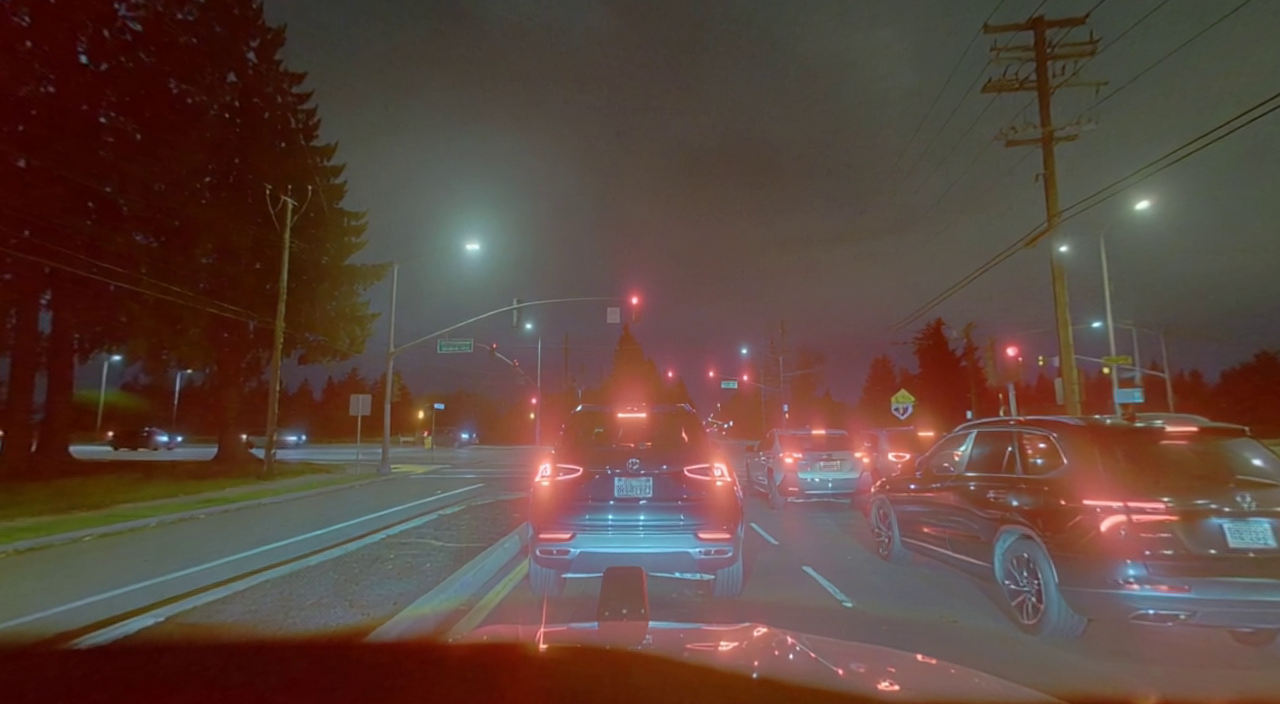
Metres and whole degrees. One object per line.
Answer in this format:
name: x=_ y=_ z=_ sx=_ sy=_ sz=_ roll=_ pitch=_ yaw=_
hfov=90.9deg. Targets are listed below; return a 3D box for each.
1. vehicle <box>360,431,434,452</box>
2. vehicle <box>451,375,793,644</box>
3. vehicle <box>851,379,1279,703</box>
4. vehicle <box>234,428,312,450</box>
vehicle: x=-17.790 y=6.562 z=46.345 sx=4.607 sy=1.478 sz=1.995 roll=0 pitch=-8 yaw=0
vehicle: x=-0.167 y=1.371 z=6.524 sx=2.271 sy=1.786 sz=4.443 roll=0 pitch=-8 yaw=-1
vehicle: x=3.548 y=1.299 z=5.503 sx=1.948 sy=1.677 sz=4.437 roll=0 pitch=-8 yaw=1
vehicle: x=-27.392 y=6.525 z=47.187 sx=4.587 sy=1.639 sz=1.878 roll=0 pitch=-8 yaw=0
